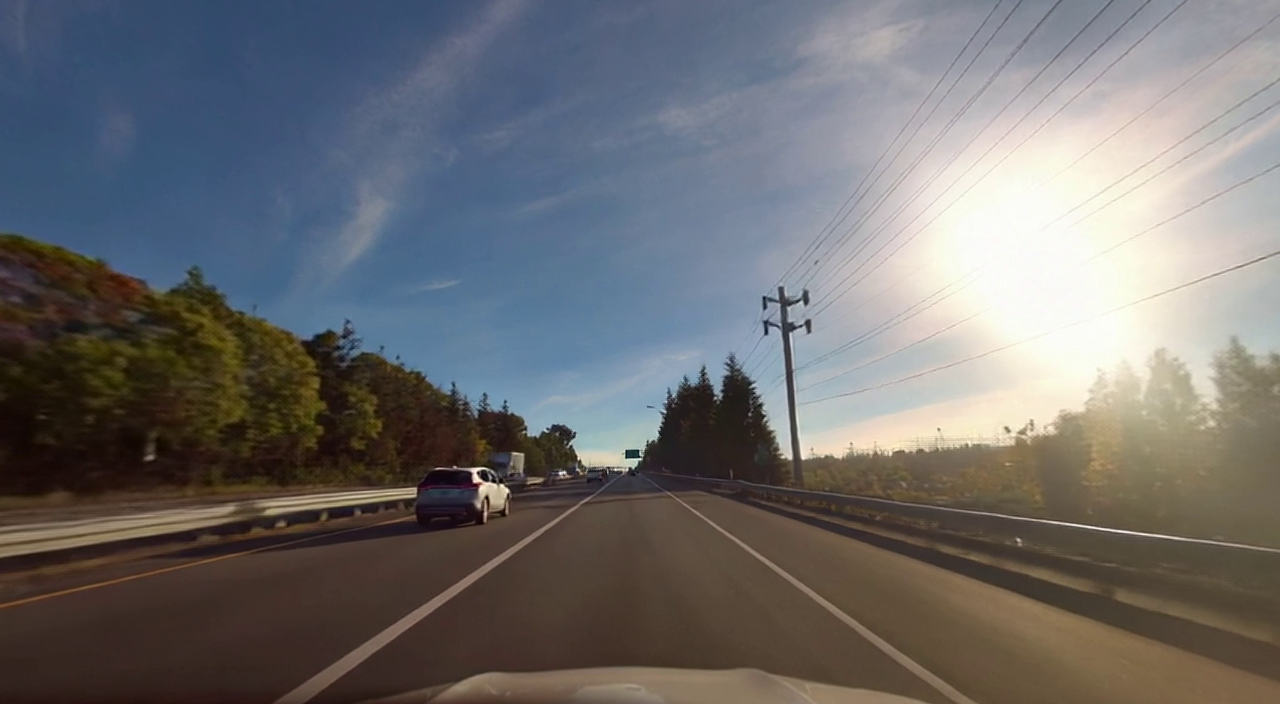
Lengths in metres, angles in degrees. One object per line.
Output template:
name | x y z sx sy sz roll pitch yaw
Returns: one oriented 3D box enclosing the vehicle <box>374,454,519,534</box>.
vehicle | -4.167 3.158 14.403 1.963 1.501 4.227 1 -11 0
